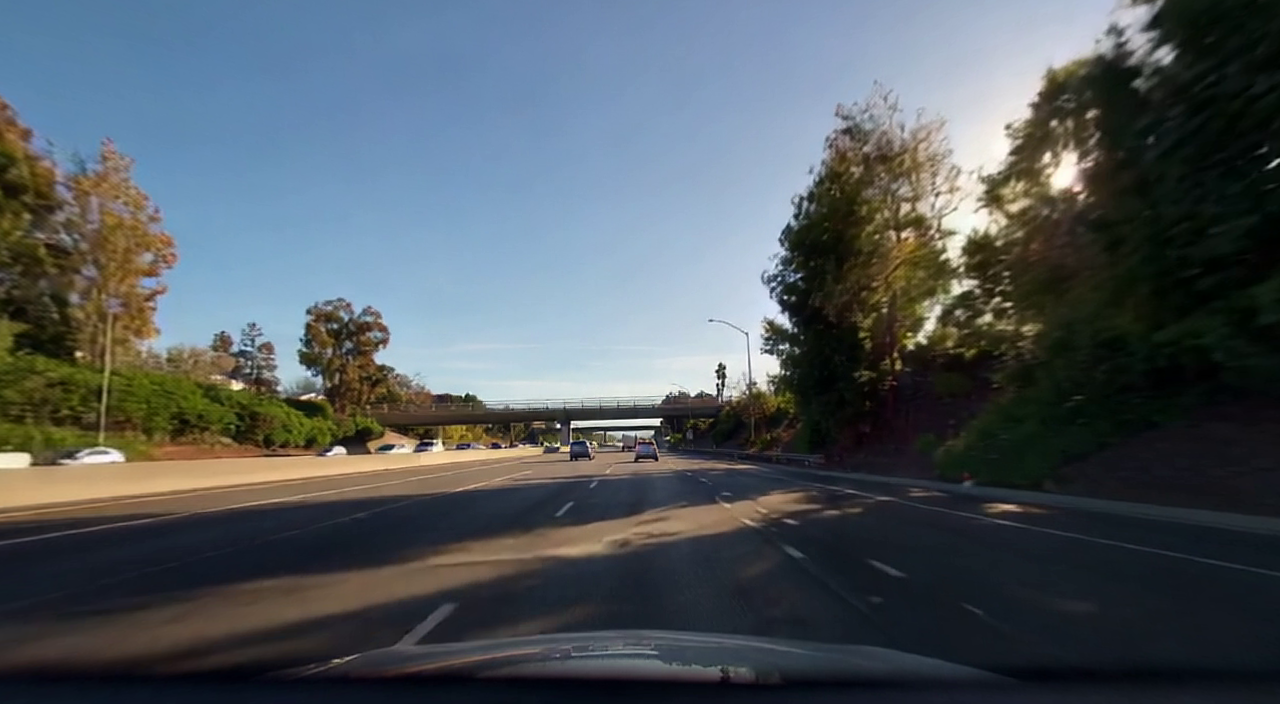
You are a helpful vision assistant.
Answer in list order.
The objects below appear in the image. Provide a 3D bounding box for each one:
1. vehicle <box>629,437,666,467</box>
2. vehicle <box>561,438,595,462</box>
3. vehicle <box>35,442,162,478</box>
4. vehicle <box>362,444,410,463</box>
[{"bbox_3d":[0.437,5.914,37.362,2.010,1.637,4.940,0,-8,1],"label":"vehicle"},{"bbox_3d":[-4.771,7.613,49.204,2.091,1.749,4.271,0,-8,2],"label":"vehicle"},{"bbox_3d":[-23.543,4.680,27.671,1.814,1.455,4.188,0,-8,0],"label":"vehicle"},{"bbox_3d":[-19.902,7.965,49.594,1.915,1.439,4.467,0,-8,0],"label":"vehicle"}]
